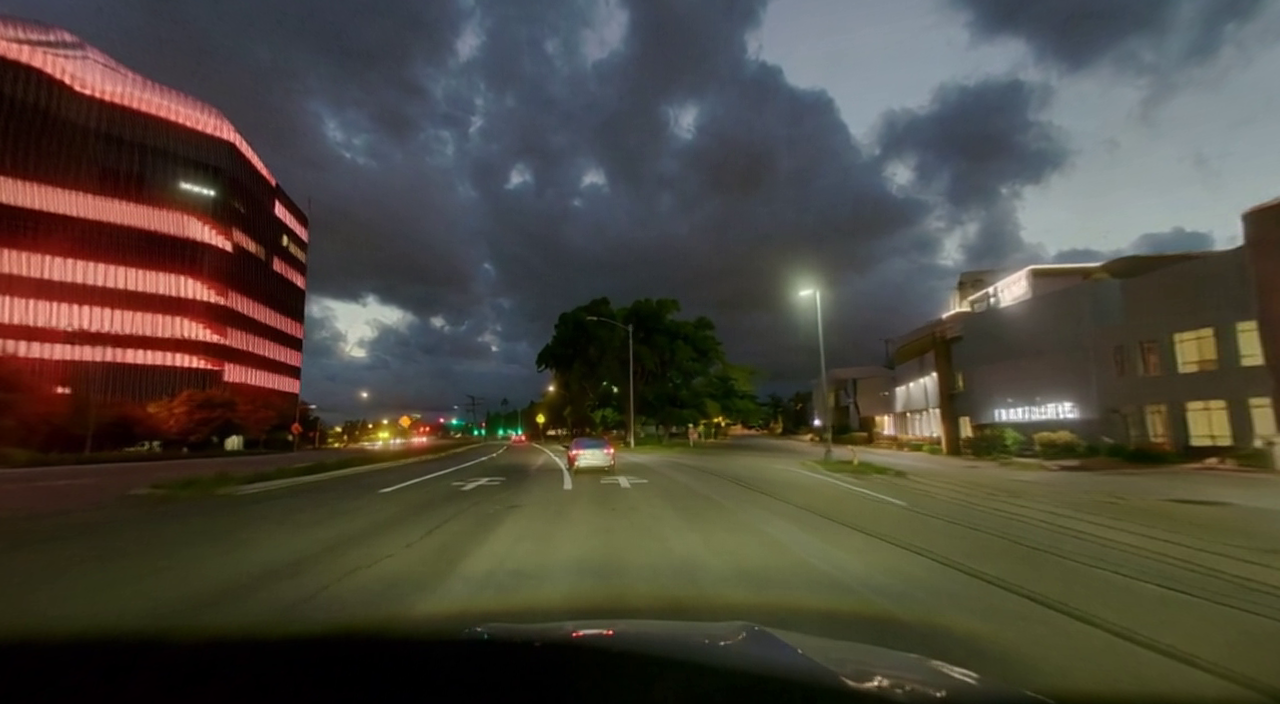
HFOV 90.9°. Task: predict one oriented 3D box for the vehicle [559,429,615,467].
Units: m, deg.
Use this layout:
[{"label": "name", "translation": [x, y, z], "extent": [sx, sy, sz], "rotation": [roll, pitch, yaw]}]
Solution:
[{"label": "vehicle", "translation": [-2.463, 4.263, 28.206], "extent": [2.231, 1.572, 4.227], "rotation": [1, -8, -8]}]
